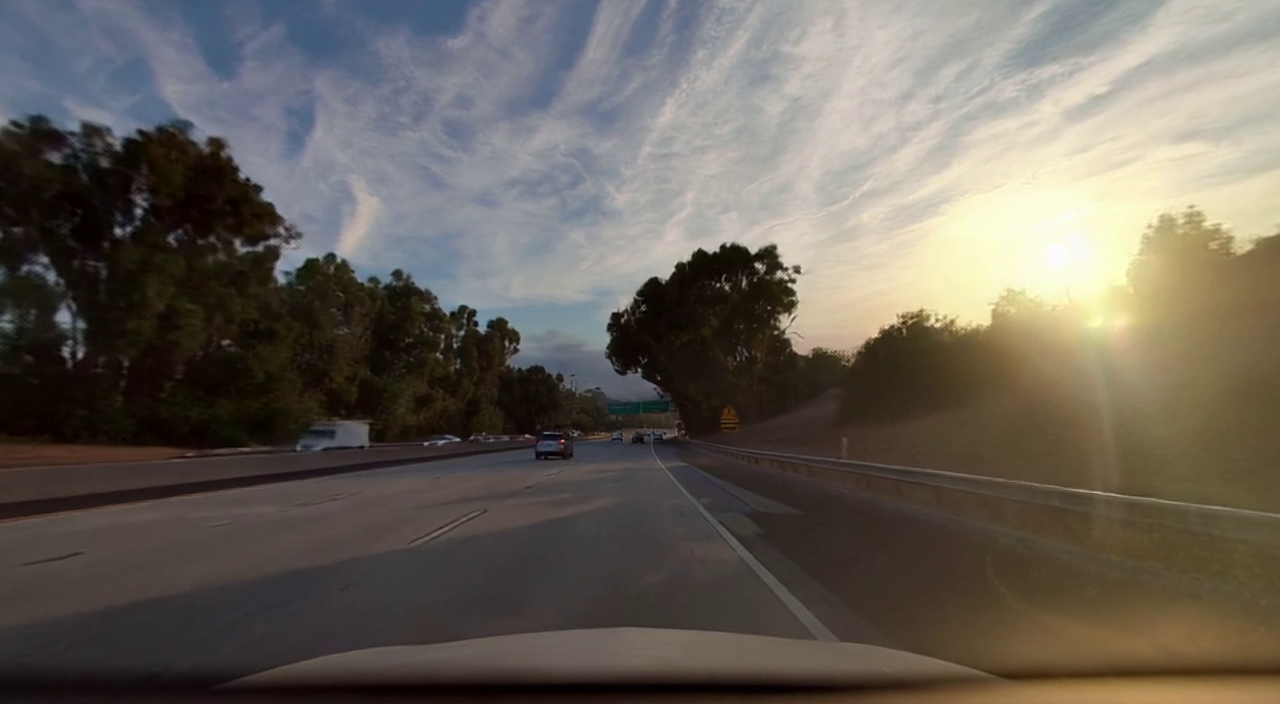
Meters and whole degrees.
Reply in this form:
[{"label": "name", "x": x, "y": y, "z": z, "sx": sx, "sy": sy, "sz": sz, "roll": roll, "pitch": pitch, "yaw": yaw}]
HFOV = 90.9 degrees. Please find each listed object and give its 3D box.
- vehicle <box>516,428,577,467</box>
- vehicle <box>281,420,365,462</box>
[{"label": "vehicle", "x": -4.231, "y": 4.377, "z": 29.137, "sx": 2.052, "sy": 1.626, "sz": 4.514, "roll": 0, "pitch": -8, "yaw": 1}, {"label": "vehicle", "x": -20.177, "y": 5.686, "z": 40.511, "sx": 2.278, "sy": 2.502, "sz": 5.936, "roll": 0, "pitch": -8, "yaw": 0}]
